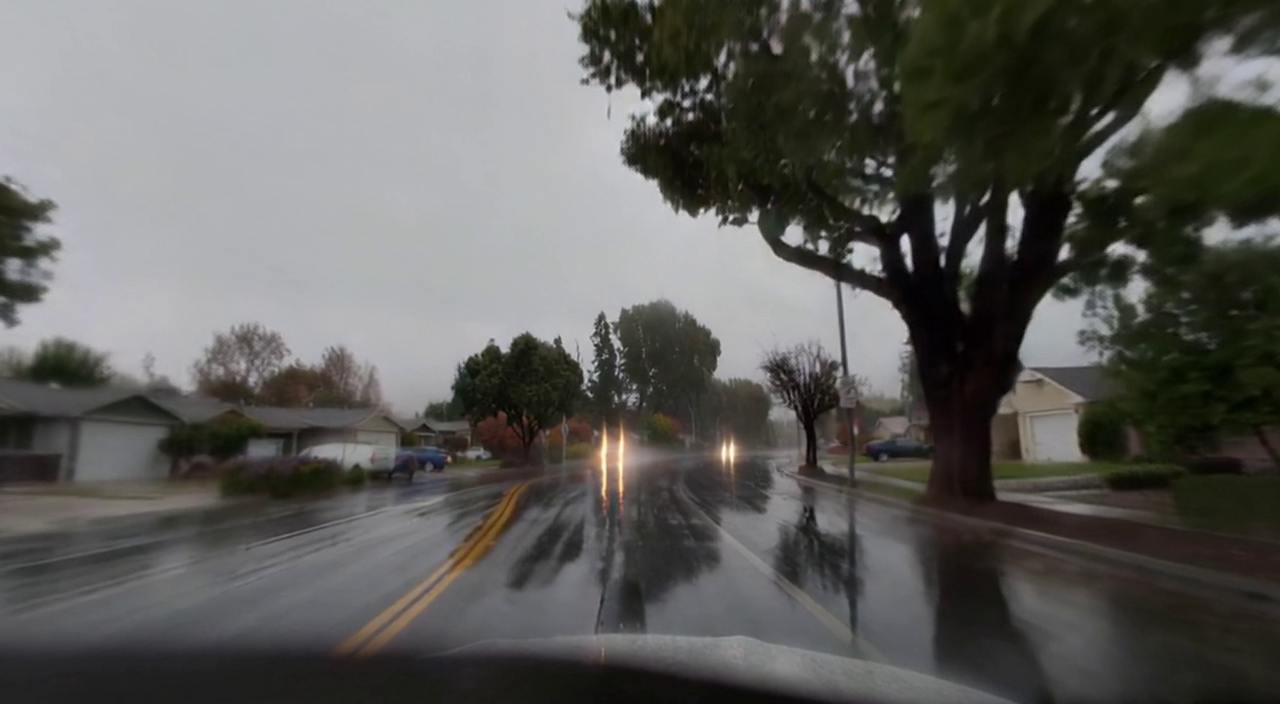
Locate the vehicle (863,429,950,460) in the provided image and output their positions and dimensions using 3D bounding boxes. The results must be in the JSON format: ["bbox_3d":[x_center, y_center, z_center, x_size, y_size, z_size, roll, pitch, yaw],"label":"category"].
[{"bbox_3d":[17.894,6.263,42.648,5.073,1.729,2.161,-6,-10,17],"label":"vehicle"}]

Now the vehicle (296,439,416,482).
[{"bbox_3d":[-14.359,5.516,32.631,2.418,1.969,6.615,-1,-9,8],"label":"vehicle"}]
